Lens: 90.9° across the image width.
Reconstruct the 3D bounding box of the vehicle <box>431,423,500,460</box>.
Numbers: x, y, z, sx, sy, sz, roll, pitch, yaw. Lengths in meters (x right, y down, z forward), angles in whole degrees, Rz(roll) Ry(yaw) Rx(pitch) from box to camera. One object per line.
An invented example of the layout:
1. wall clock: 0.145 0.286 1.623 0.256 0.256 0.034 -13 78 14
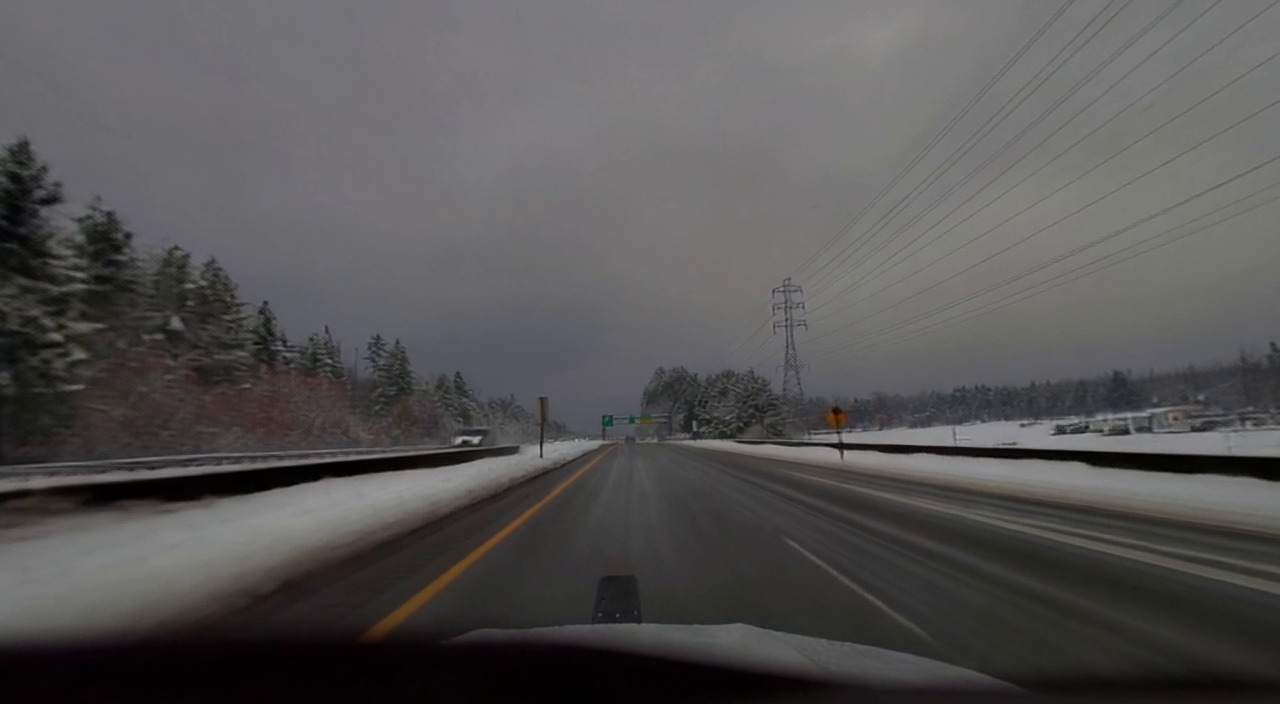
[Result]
1. vehicle: -9.633 5.004 35.312 2.266 1.864 5.731 0 -8 0
